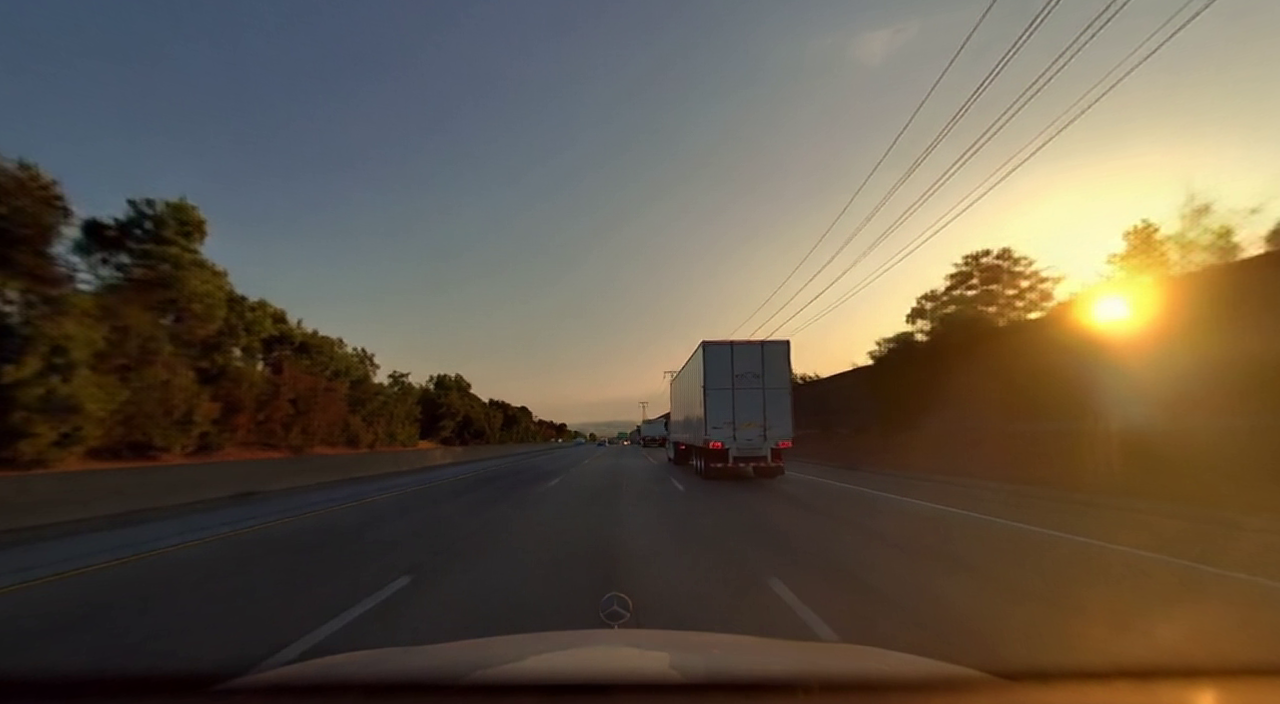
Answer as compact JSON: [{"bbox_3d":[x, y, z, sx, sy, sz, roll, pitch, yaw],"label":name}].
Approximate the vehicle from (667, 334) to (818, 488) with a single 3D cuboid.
[{"bbox_3d":[3.013,2.488,23.768,2.905,4.080,14.157,0,-8,-2],"label":"vehicle"}]
